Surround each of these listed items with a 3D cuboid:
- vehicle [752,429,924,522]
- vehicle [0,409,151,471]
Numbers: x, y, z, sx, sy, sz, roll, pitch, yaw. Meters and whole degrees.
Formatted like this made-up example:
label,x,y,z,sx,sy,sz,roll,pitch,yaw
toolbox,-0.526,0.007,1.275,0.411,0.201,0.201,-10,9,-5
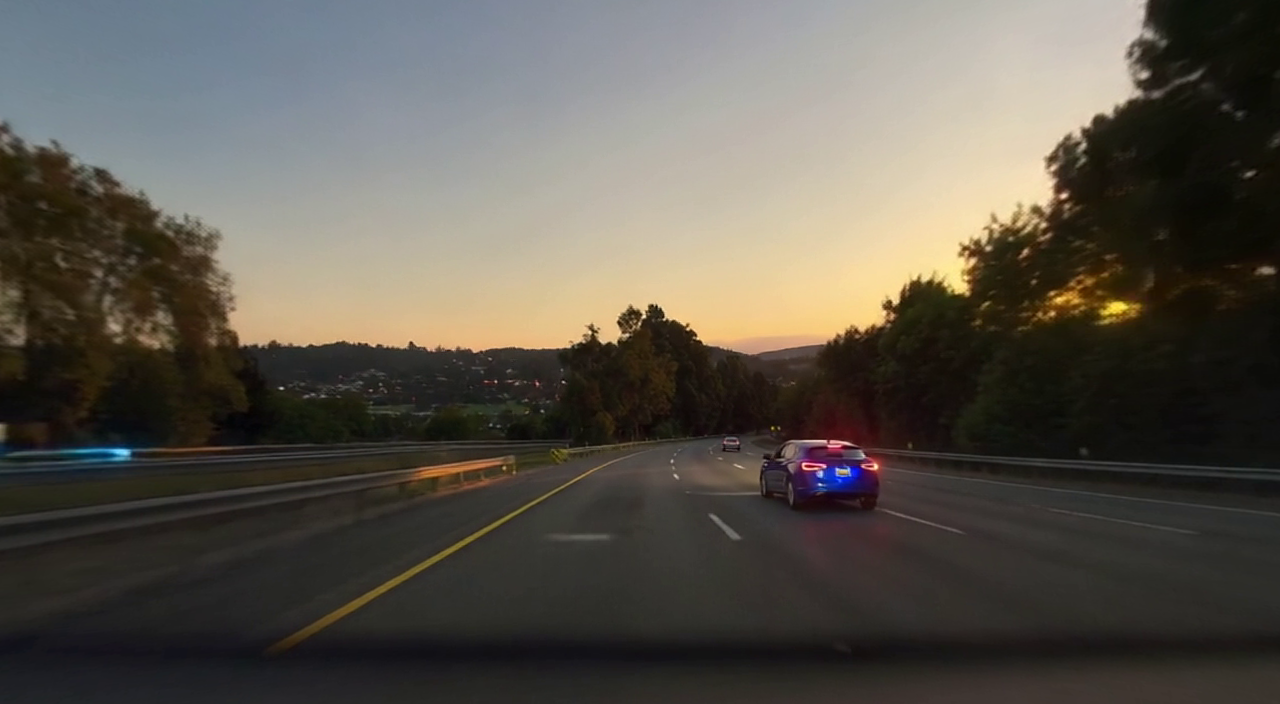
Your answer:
label,x,y,z,sx,sy,sz,roll,pitch,yaw
vehicle,3.721,2.394,12.823,2.050,1.546,4.344,0,-8,0
vehicle,-38.585,5.709,40.649,2.819,3.585,13.768,-1,-8,2
